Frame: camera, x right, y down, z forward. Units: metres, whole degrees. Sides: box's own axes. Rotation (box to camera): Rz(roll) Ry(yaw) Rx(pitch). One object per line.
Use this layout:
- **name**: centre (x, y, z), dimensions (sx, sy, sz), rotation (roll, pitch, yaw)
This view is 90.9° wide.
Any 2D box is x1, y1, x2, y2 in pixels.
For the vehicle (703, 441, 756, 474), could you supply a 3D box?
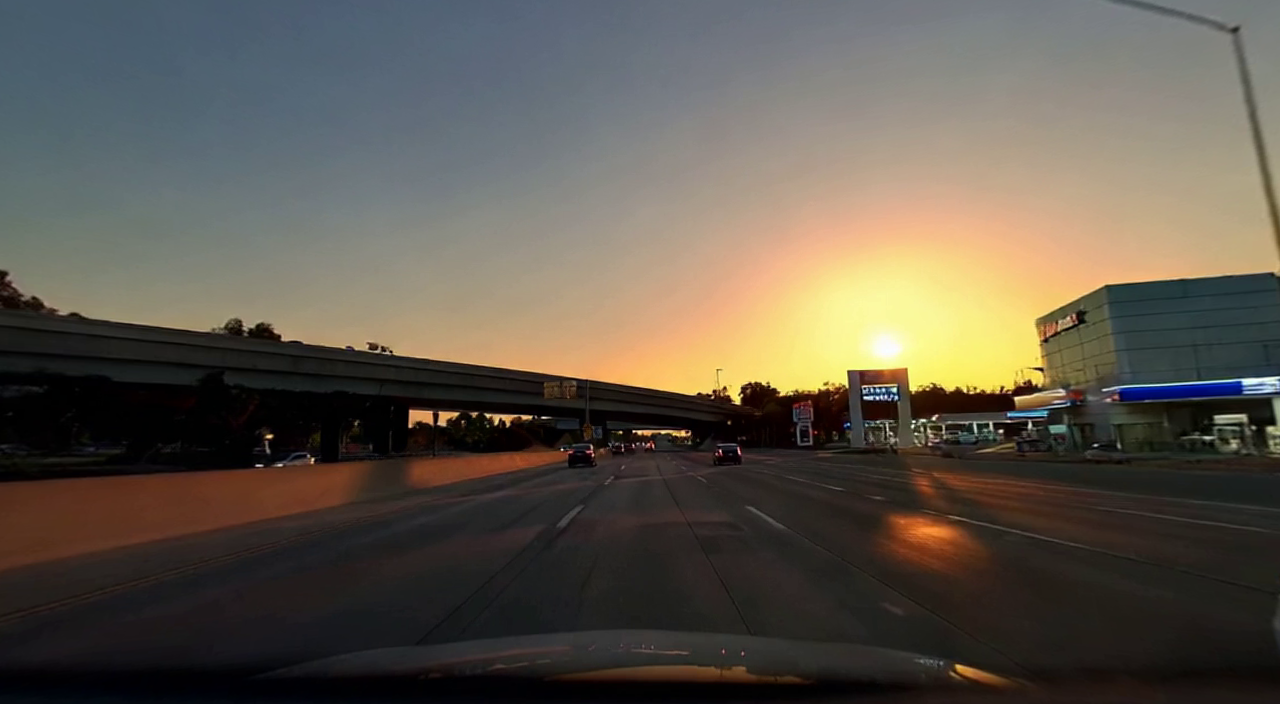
- **vehicle**: centre (4.377, 5.250, 31.612), dimensions (1.909, 1.467, 4.940), rotation (0, -9, 0)

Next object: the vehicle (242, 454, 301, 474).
- **vehicle**: centre (-28.585, 8.680, 49.148), dimensions (1.859, 1.434, 4.616), rotation (0, -9, -1)

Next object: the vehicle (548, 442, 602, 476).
- **vehicle**: centre (-3.080, 5.165, 30.807), dimensions (2.114, 1.510, 4.186), rotation (-1, -9, 1)
